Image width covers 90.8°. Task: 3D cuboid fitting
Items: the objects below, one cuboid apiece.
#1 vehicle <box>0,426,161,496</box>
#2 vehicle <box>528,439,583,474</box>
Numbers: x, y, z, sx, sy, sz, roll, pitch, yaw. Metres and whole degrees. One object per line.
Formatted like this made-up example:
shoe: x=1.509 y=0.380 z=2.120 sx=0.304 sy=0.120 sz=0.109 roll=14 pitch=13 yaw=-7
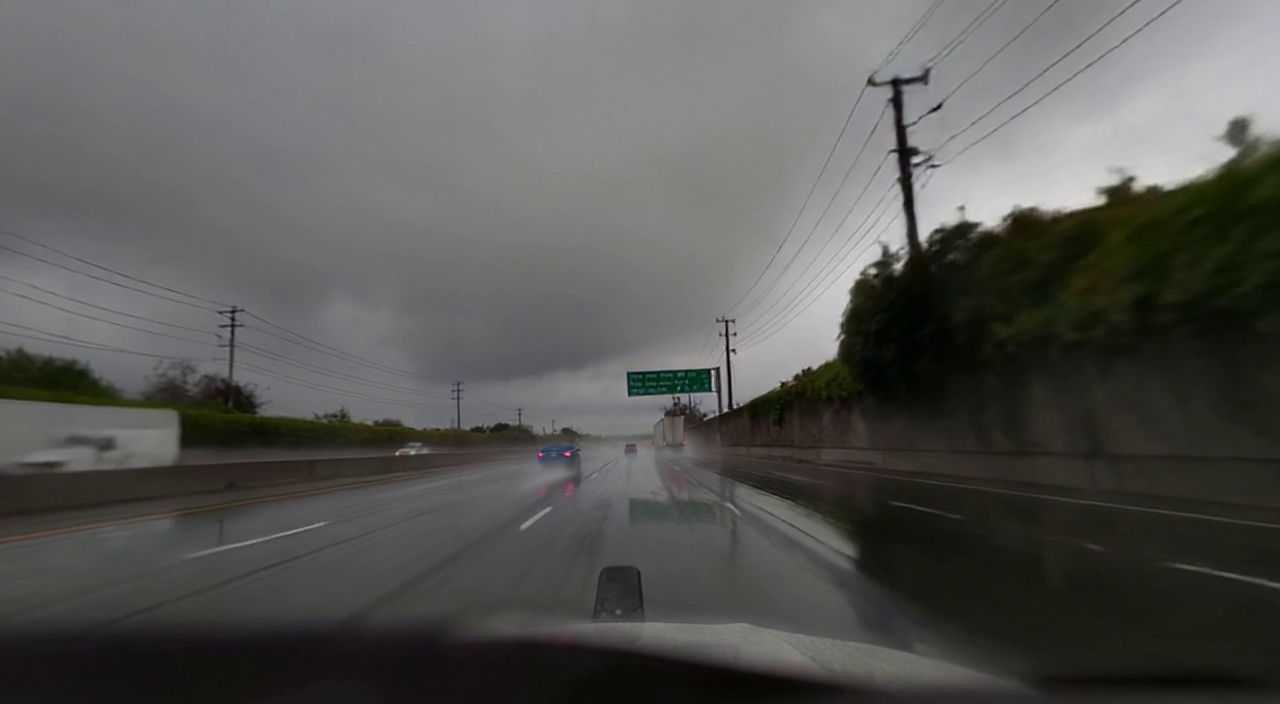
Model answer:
vehicle: x=-20.892 y=3.859 z=22.685 sx=2.740 sy=2.168 sz=5.878 roll=0 pitch=-9 yaw=-1
vehicle: x=-3.891 y=4.903 z=29.833 sx=2.009 sy=1.533 sz=4.175 roll=0 pitch=-9 yaw=1
